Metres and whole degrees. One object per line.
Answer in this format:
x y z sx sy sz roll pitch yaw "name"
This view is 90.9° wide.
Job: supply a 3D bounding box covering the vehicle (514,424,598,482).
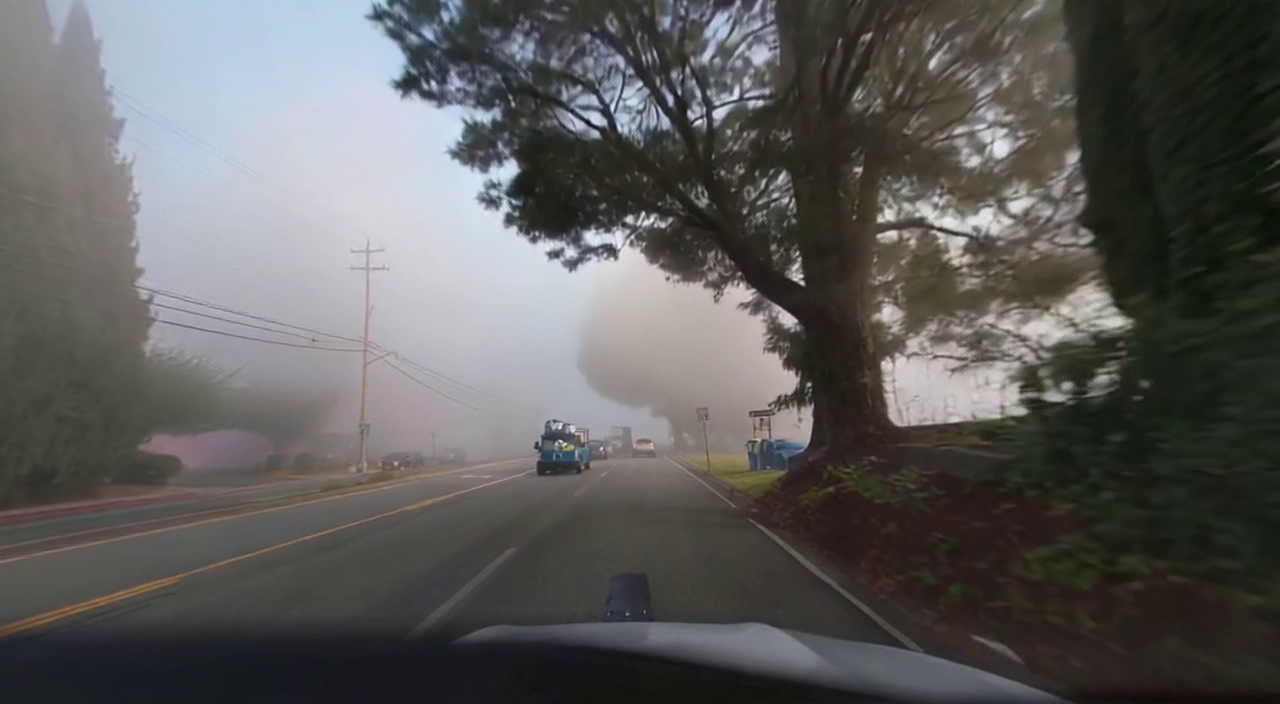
-2.840 3.599 22.694 2.180 1.818 5.117 0 -8 2 "vehicle"
